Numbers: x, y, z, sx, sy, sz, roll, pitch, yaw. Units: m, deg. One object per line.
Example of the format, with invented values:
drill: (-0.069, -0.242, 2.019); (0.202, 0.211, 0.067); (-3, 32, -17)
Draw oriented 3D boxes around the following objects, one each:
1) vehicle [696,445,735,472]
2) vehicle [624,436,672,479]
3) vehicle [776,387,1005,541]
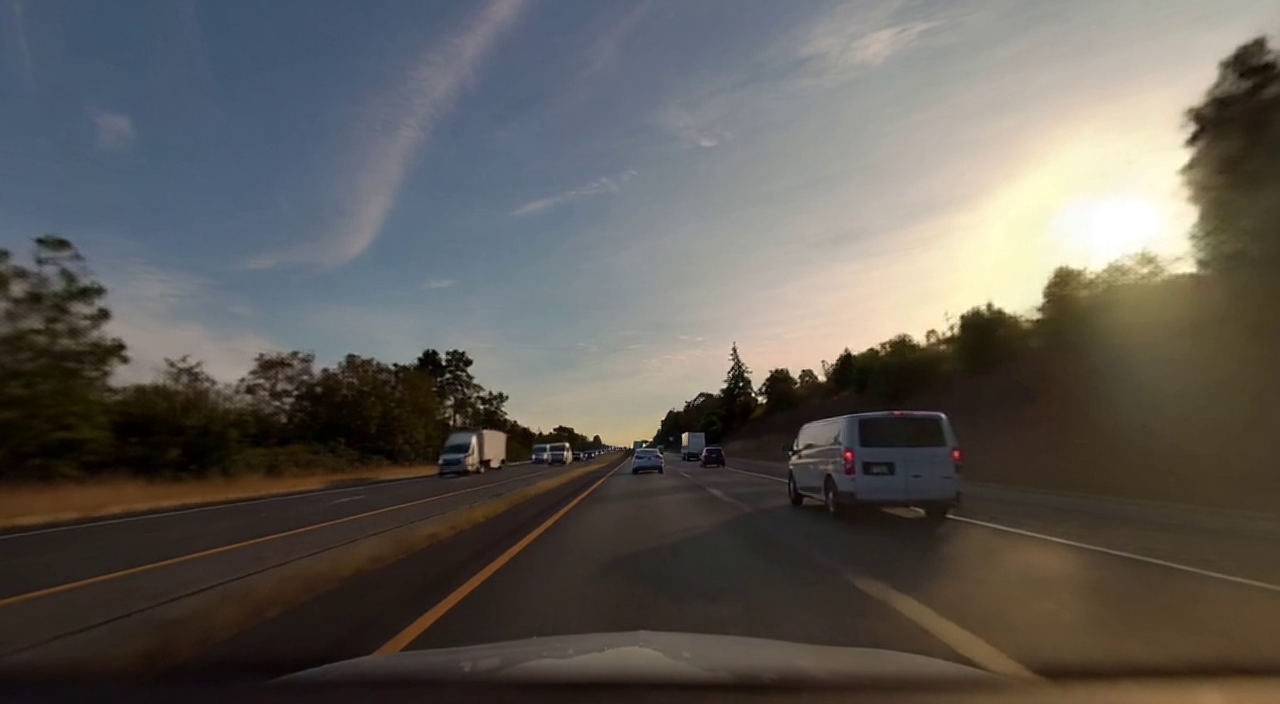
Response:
vehicle: (4.597, 6.546, 38.994); (1.868, 1.566, 3.509); (0, -9, -2)
vehicle: (0.379, 5.092, 30.616); (2.143, 1.925, 4.101); (0, -9, 0)
vehicle: (4.265, 2.032, 11.866); (2.232, 2.290, 4.720); (0, -9, -1)
